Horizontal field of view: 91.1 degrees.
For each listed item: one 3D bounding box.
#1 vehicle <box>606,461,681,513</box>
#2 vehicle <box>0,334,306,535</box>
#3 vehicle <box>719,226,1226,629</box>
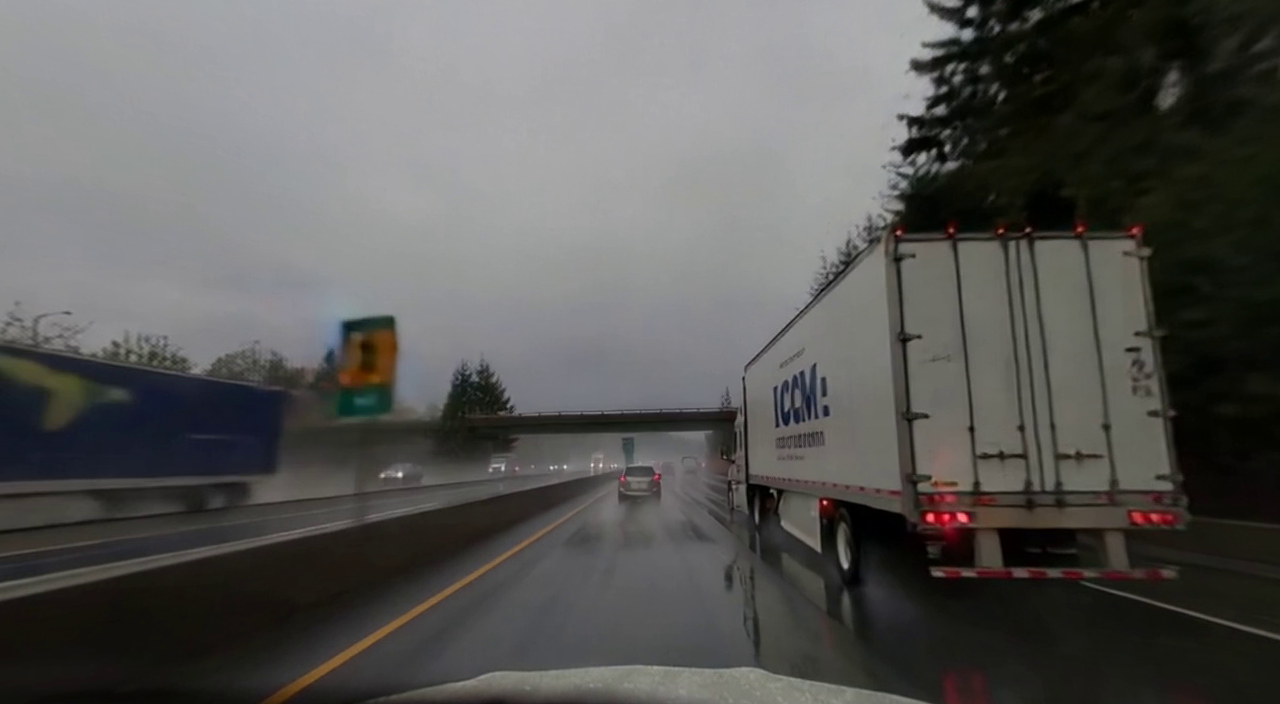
[{"bbox_3d":[0.116,4.245,20.018,2.156,1.444,3.762,1,-10,0],"label":"vehicle"},{"bbox_3d":[-13.373,1.829,13.366,2.871,3.707,16.908,0,-11,2],"label":"vehicle"},{"bbox_3d":[4.375,2.182,14.763,2.964,4.188,16.587,1,-10,0],"label":"vehicle"}]
